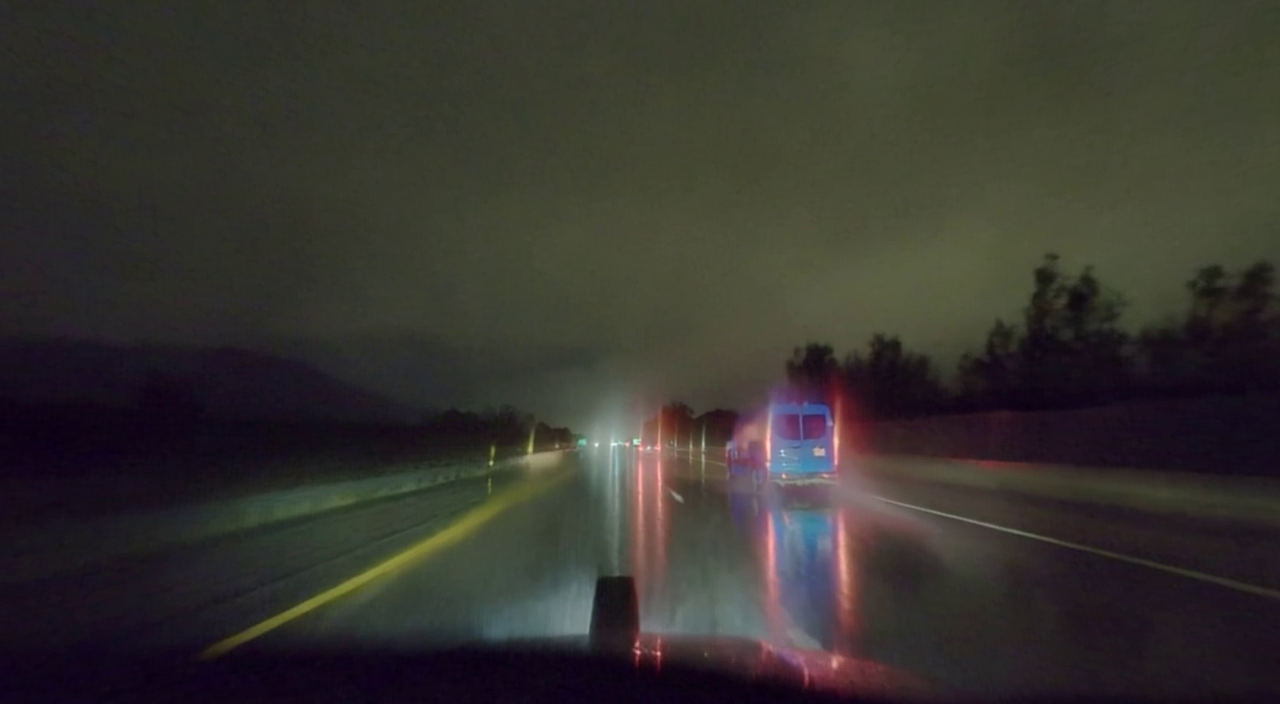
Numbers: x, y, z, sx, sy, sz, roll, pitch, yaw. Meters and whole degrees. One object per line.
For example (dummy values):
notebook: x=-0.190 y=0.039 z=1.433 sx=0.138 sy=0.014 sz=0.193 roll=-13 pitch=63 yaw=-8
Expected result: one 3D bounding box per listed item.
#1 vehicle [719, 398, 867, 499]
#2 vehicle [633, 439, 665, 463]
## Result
vehicle: x=3.439 y=2.315 z=15.321 sx=2.269 sy=2.048 sz=4.679 roll=0 pitch=-8 yaw=-2
vehicle: x=0.545 y=6.445 z=41.111 sx=2.005 sy=1.466 sz=3.739 roll=0 pitch=-8 yaw=0
